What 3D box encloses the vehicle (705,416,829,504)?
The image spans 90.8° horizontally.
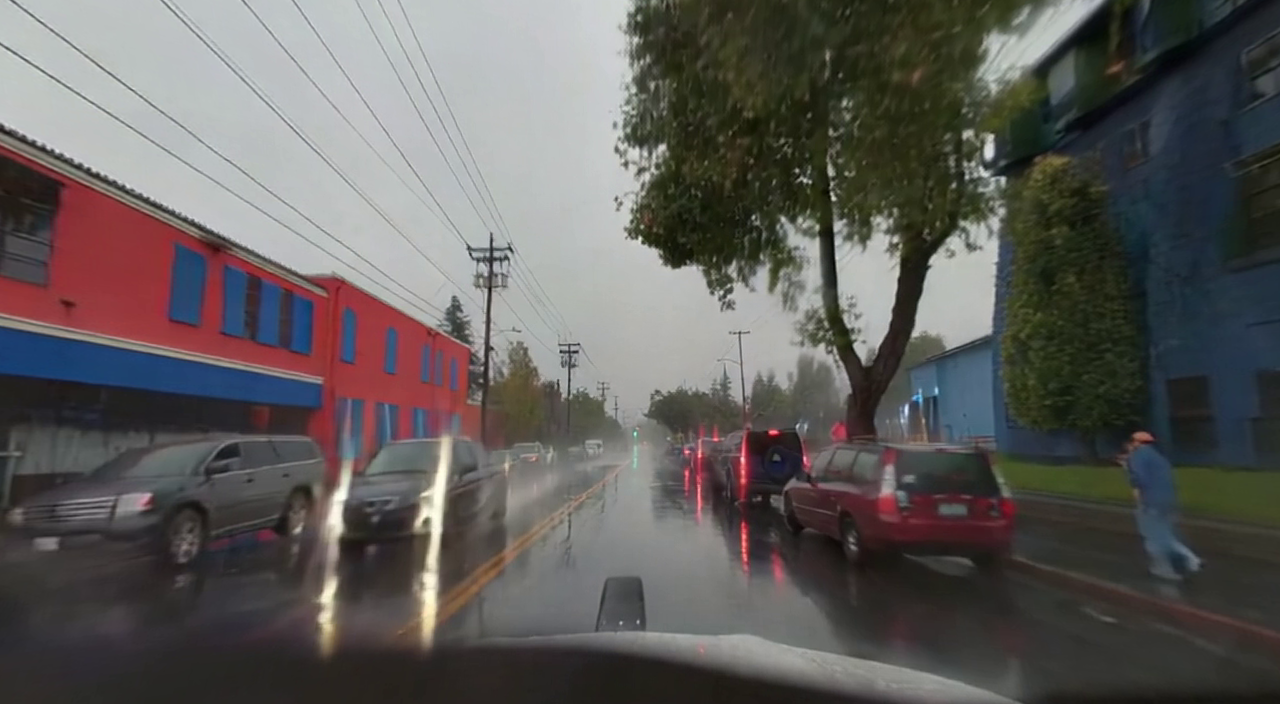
[{"bbox_3d":[3.153,2.832,16.864,2.263,1.996,4.870,0,-9,0],"label":"vehicle"}]

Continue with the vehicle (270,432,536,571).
[{"bbox_3d":[-2.996,1.998,9.258,2.036,1.515,4.437,-1,-9,2],"label":"vehicle"}]

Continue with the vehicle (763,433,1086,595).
[{"bbox_3d":[3.080,1.841,8.163,1.966,1.471,4.552,0,-9,-1],"label":"vehicle"}]

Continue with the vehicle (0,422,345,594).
[{"bbox_3d":[-6.329,2.017,9.054,2.140,1.746,4.385,-3,-8,0],"label":"vehicle"}]
